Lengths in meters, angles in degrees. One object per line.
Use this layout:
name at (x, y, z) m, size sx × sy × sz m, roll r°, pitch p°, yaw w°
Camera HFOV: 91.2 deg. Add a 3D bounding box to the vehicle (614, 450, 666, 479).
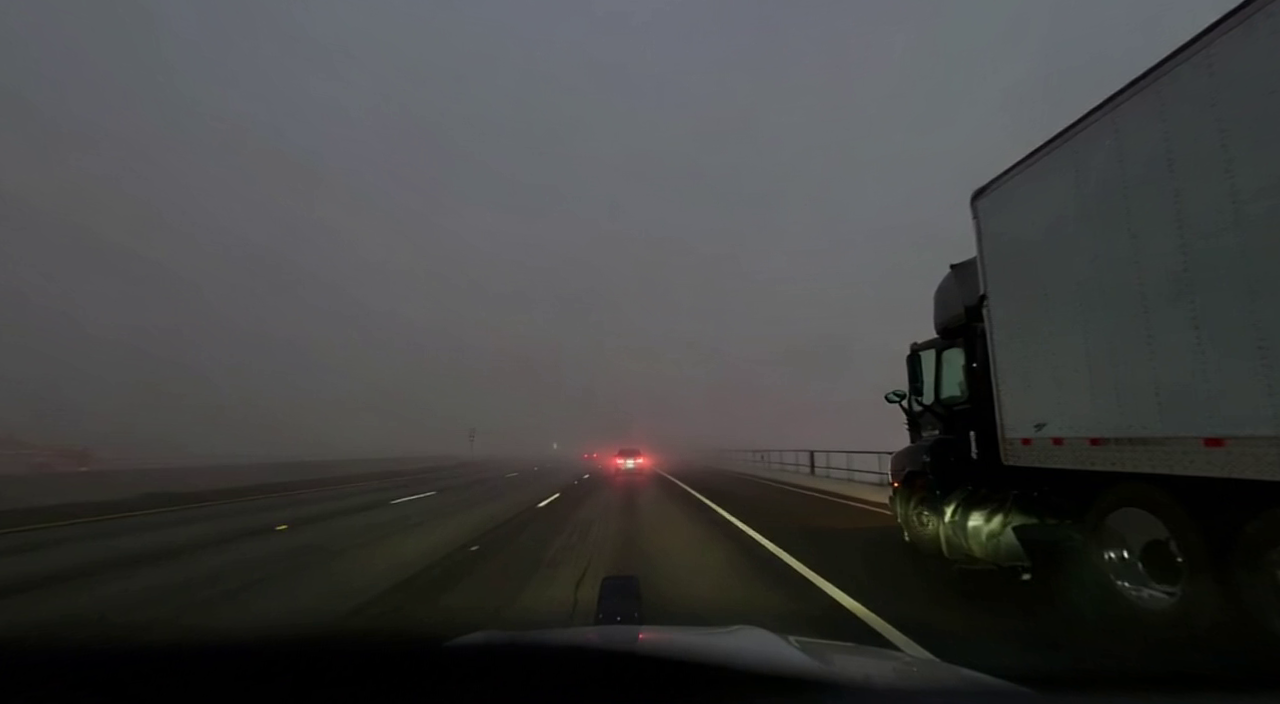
vehicle at (-0.105, 5.618, 31.712) m, size 2.398 × 1.336 × 5.698 m, roll 0°, pitch -9°, yaw -2°
